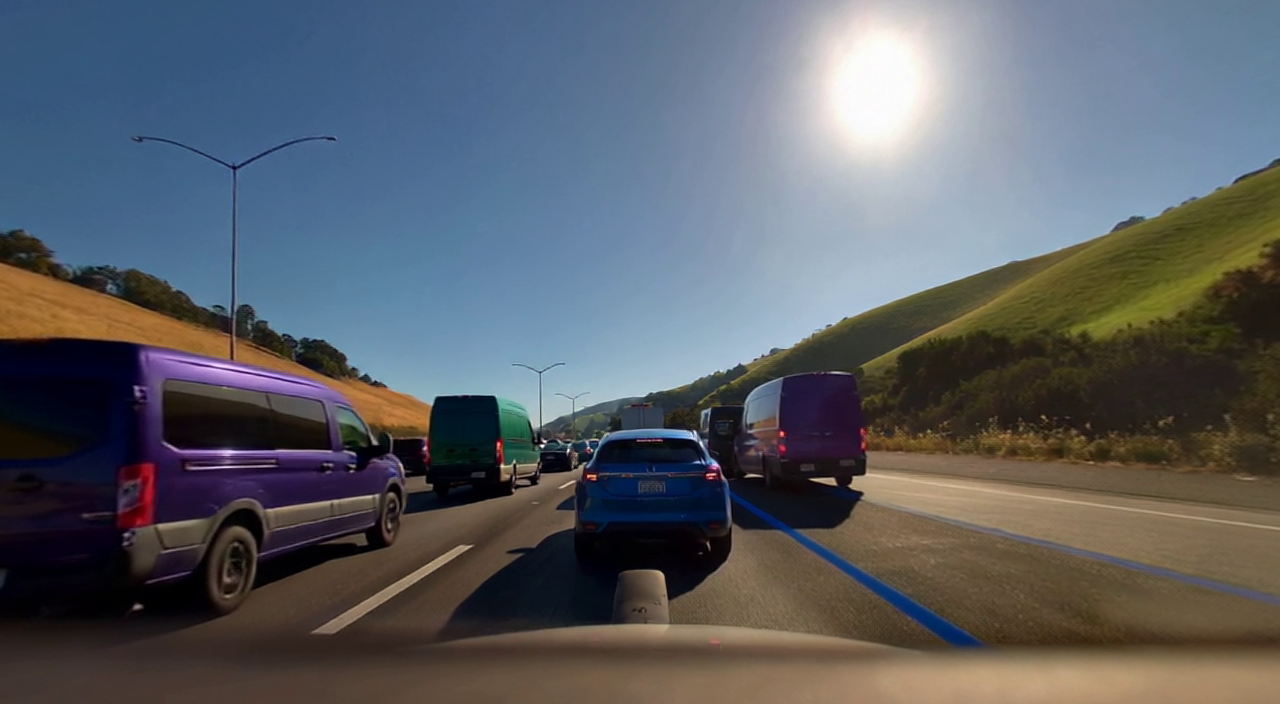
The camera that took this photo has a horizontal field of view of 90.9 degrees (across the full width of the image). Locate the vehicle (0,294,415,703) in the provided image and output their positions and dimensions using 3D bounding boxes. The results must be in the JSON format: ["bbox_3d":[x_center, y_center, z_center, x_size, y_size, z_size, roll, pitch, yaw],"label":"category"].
[{"bbox_3d":[-4.233,1.129,5.895,2.195,2.086,5.445,0,-8,0],"label":"vehicle"}]

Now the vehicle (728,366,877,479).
[{"bbox_3d":[6.402,3.227,27.420,2.977,3.878,11.111,0,-8,-3],"label":"vehicle"}]

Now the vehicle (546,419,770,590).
[{"bbox_3d":[0.110,1.656,7.674,2.003,1.499,3.930,0,-8,-2],"label":"vehicle"}]

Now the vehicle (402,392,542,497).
[{"bbox_3d":[-4.497,2.648,18.098,2.300,2.522,5.701,-1,-8,1],"label":"vehicle"}]
